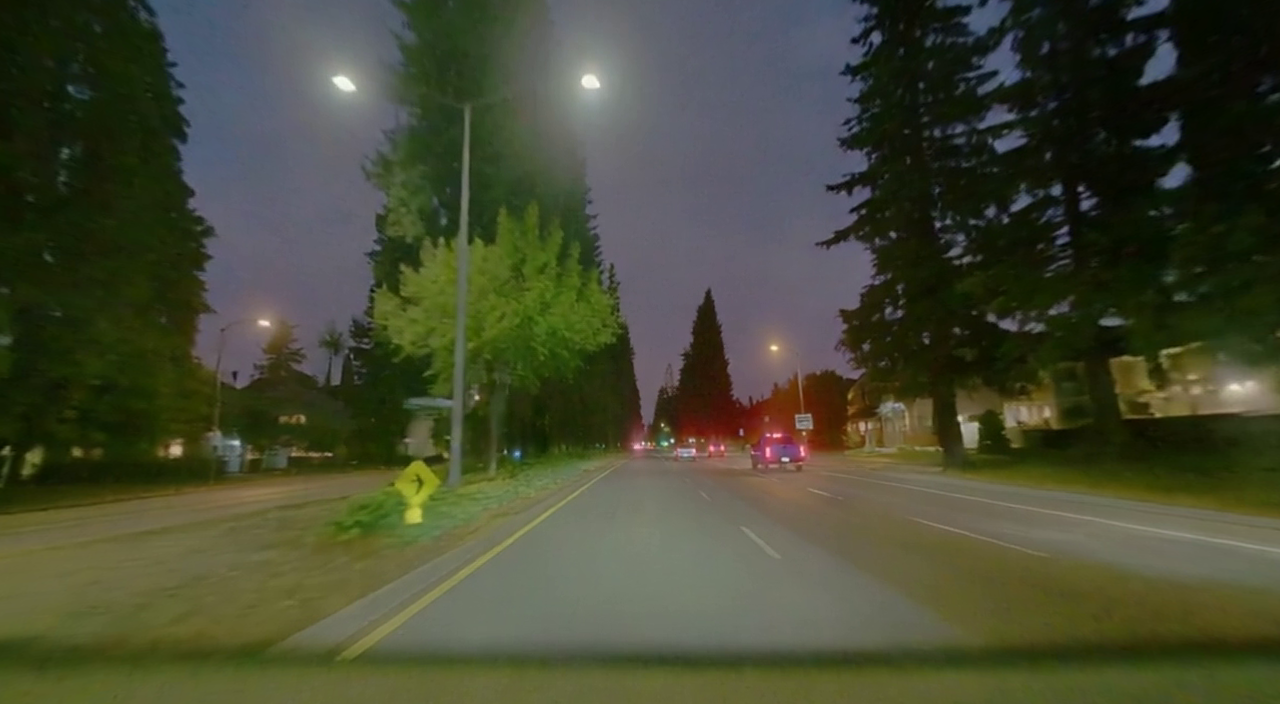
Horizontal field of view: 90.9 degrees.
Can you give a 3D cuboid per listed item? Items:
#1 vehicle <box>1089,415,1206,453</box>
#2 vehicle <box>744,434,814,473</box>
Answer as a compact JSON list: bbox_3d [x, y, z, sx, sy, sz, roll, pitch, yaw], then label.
[{"bbox_3d":[25.696,4.237,32.182,1.991,1.759,4.963,0,-9,3],"label":"vehicle"},{"bbox_3d":[6.890,5.099,31.921,2.262,1.769,5.666,0,-8,0],"label":"vehicle"}]
